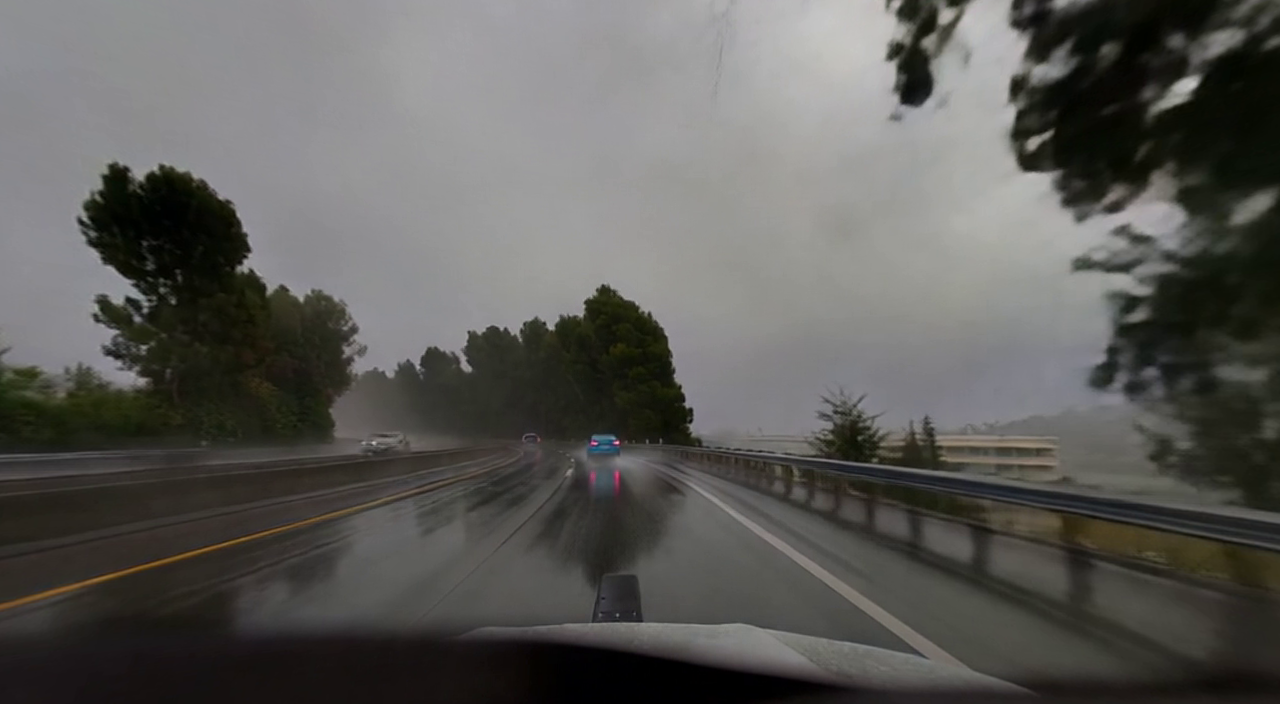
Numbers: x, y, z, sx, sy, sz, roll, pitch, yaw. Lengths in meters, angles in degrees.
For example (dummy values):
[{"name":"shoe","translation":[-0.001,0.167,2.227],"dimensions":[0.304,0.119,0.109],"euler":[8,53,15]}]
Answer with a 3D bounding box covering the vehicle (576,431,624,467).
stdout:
[{"name":"vehicle","translation":[-2.216,5.317,34.752],"dimensions":[2.452,1.857,4.022],"euler":[0,-8,-4]}]
